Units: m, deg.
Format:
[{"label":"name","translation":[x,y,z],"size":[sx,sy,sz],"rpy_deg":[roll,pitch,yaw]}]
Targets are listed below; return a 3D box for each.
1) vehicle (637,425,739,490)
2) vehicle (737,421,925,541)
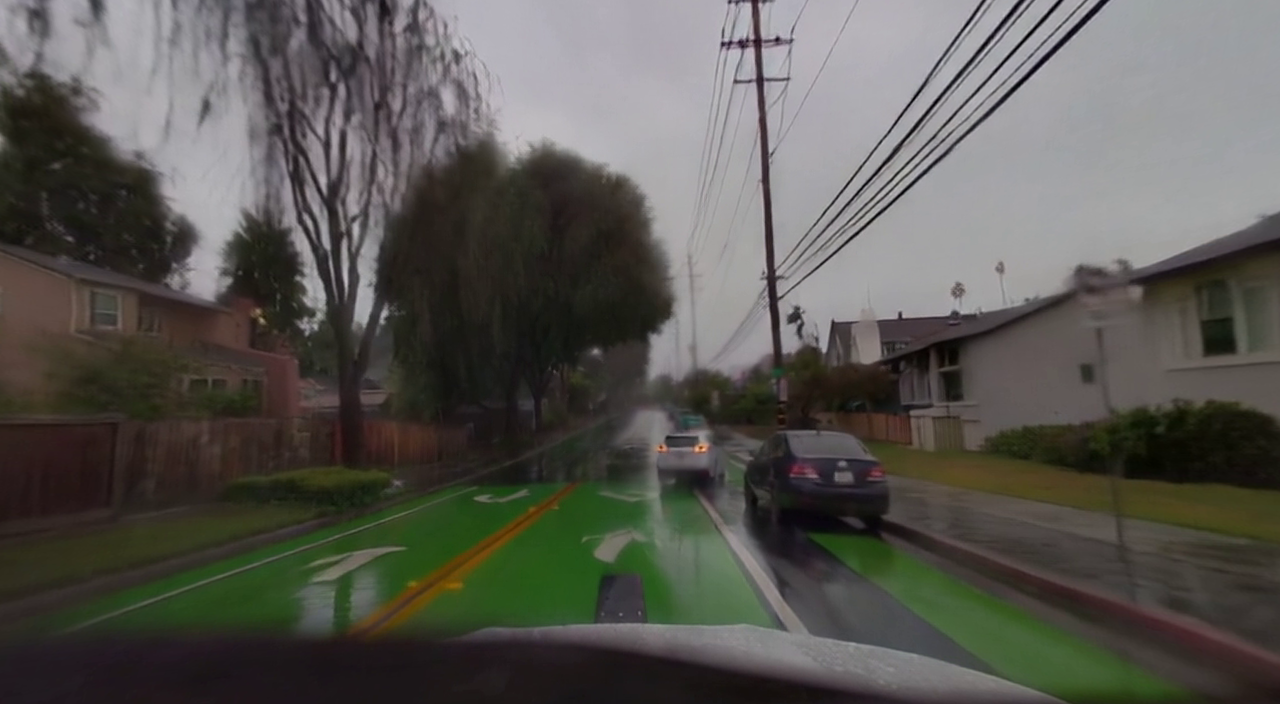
[{"label":"vehicle","translation":[1.559,2.972,18.191],"size":[2.235,1.500,4.496],"rpy_deg":[1,-8,13]},{"label":"vehicle","translation":[3.084,2.171,11.329],"size":[1.909,1.694,4.472],"rpy_deg":[0,-8,-1]}]
